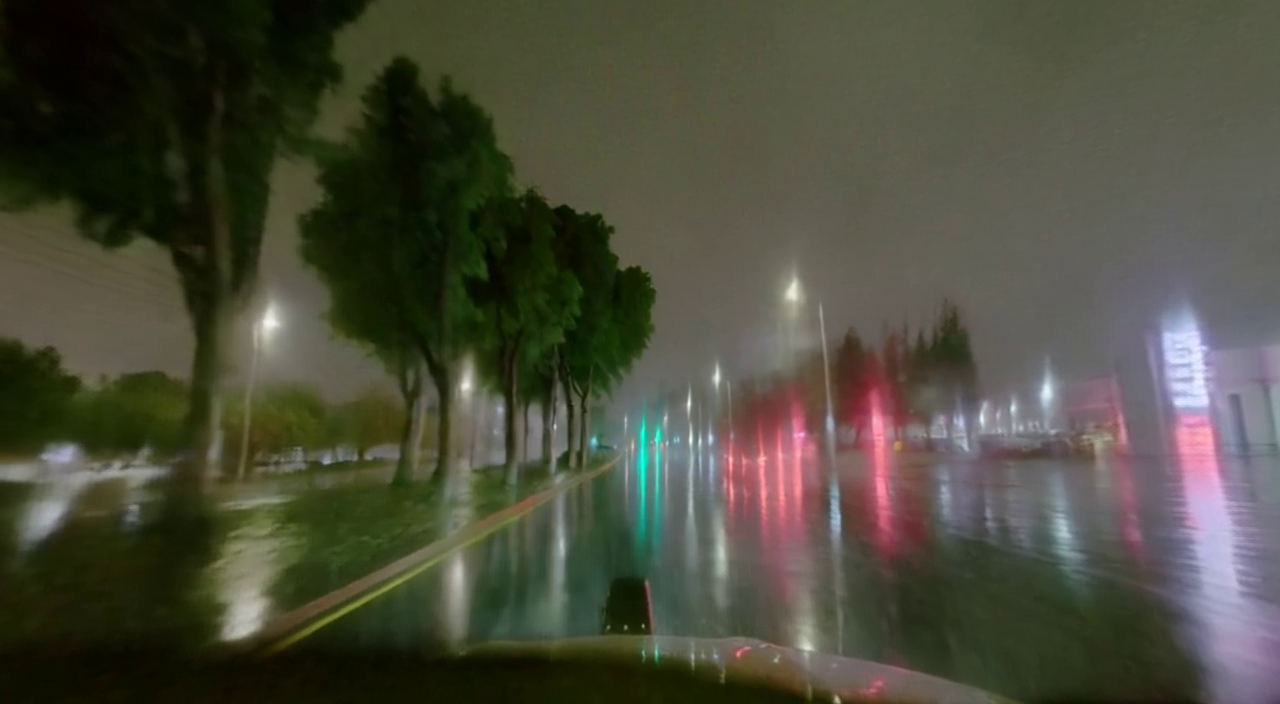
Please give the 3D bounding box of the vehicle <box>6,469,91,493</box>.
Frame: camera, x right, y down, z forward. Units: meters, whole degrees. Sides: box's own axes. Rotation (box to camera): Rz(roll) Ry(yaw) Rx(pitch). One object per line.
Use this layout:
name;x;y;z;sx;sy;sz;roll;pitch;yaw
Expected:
vehicle;-44.215;9.610;47.282;1.824;1.521;4.573;0;-9;2
